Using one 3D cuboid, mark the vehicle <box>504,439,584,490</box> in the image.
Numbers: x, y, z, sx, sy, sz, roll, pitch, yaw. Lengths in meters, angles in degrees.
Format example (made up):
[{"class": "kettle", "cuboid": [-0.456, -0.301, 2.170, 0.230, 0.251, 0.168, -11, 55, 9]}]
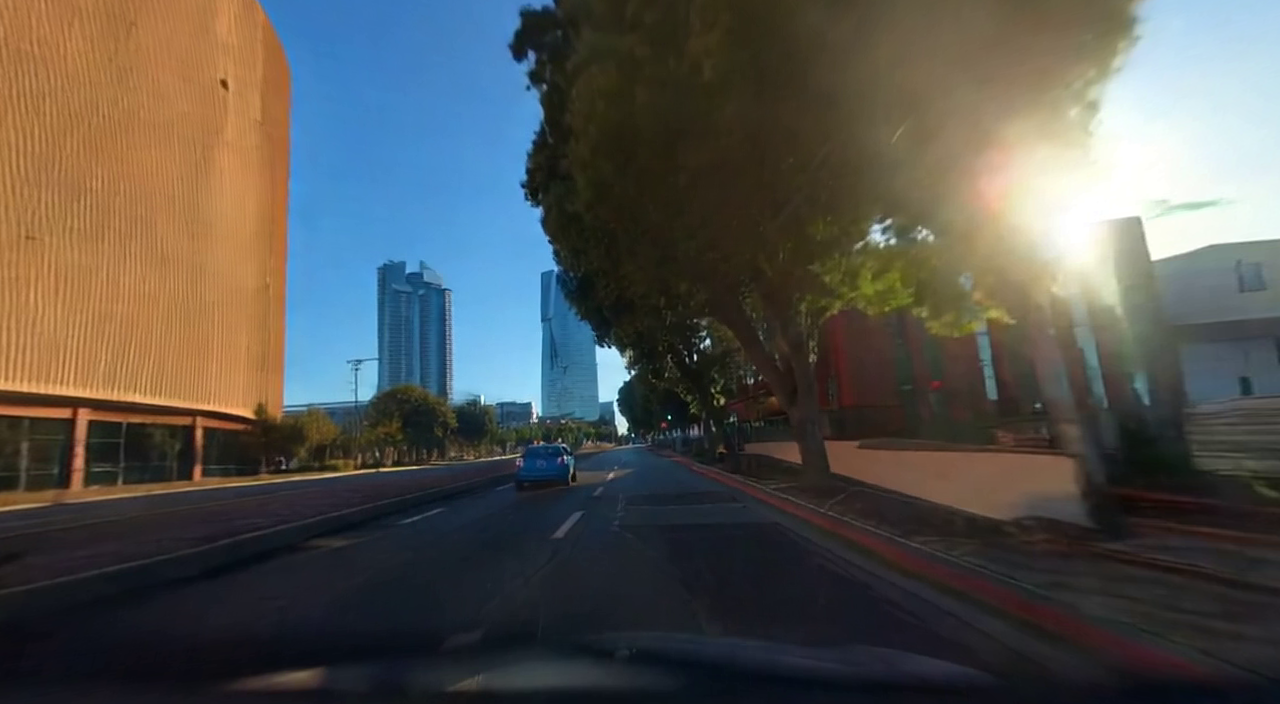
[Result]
[{"class": "vehicle", "cuboid": [-3.116, 3.753, 21.370, 1.971, 1.486, 4.380, -1, -8, 1]}]
